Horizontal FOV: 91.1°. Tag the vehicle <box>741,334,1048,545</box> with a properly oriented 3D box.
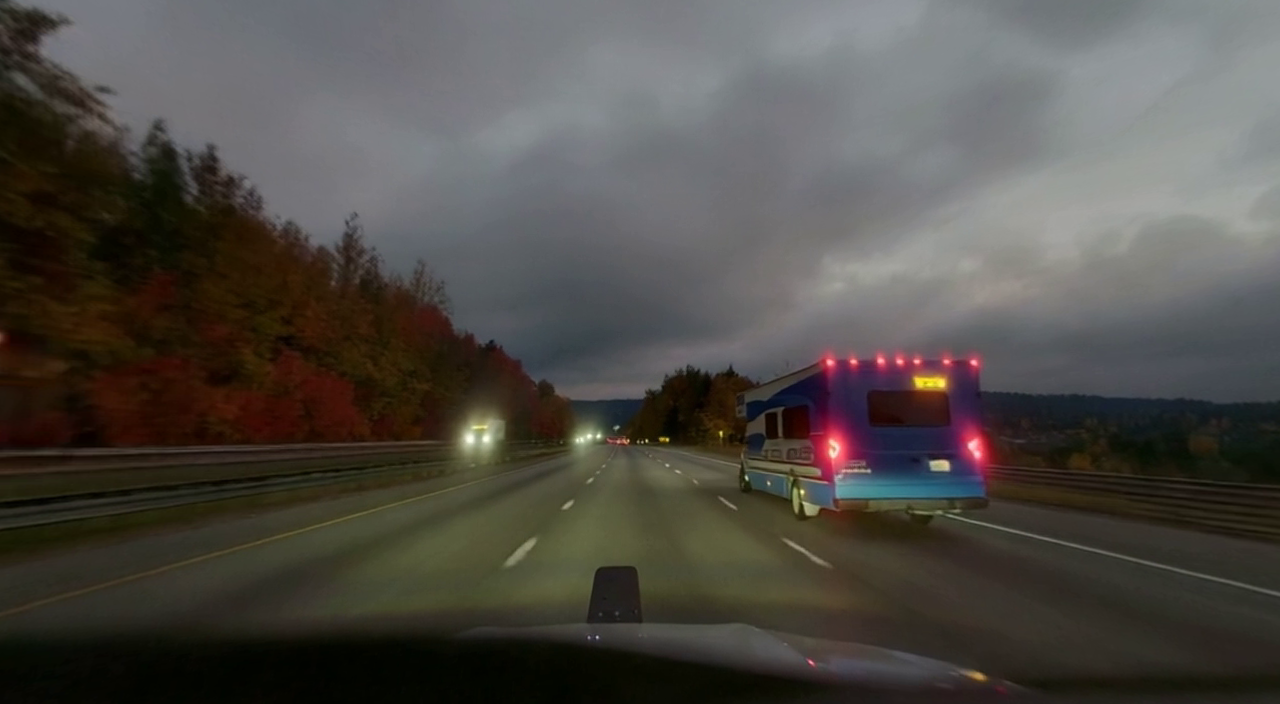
[{"bbox_3d":[4.036,1.656,12.192,2.815,2.876,7.101,0,-8,-1],"label":"vehicle"}]
